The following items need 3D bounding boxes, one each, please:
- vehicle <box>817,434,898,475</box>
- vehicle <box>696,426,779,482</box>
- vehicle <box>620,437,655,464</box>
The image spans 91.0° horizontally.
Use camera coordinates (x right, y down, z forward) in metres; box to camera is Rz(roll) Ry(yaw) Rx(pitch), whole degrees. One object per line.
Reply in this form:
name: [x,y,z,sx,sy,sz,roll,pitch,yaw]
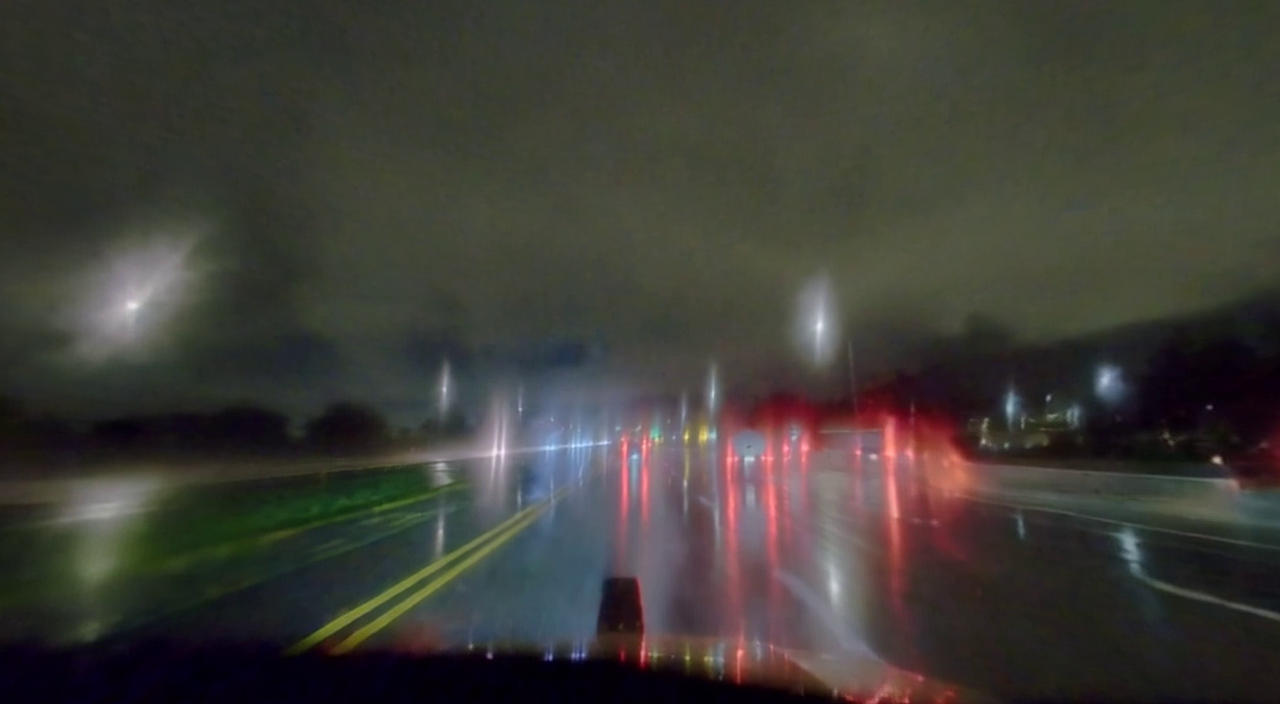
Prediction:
vehicle: [10.554,5.001,31.008,2.161,1.824,4.876,0,-9,-1]
vehicle: [3.457,3.754,23.336,2.269,1.839,4.554,0,-9,-1]
vehicle: [-0.152,6.426,41.106,2.142,1.664,4.076,0,-9,0]
